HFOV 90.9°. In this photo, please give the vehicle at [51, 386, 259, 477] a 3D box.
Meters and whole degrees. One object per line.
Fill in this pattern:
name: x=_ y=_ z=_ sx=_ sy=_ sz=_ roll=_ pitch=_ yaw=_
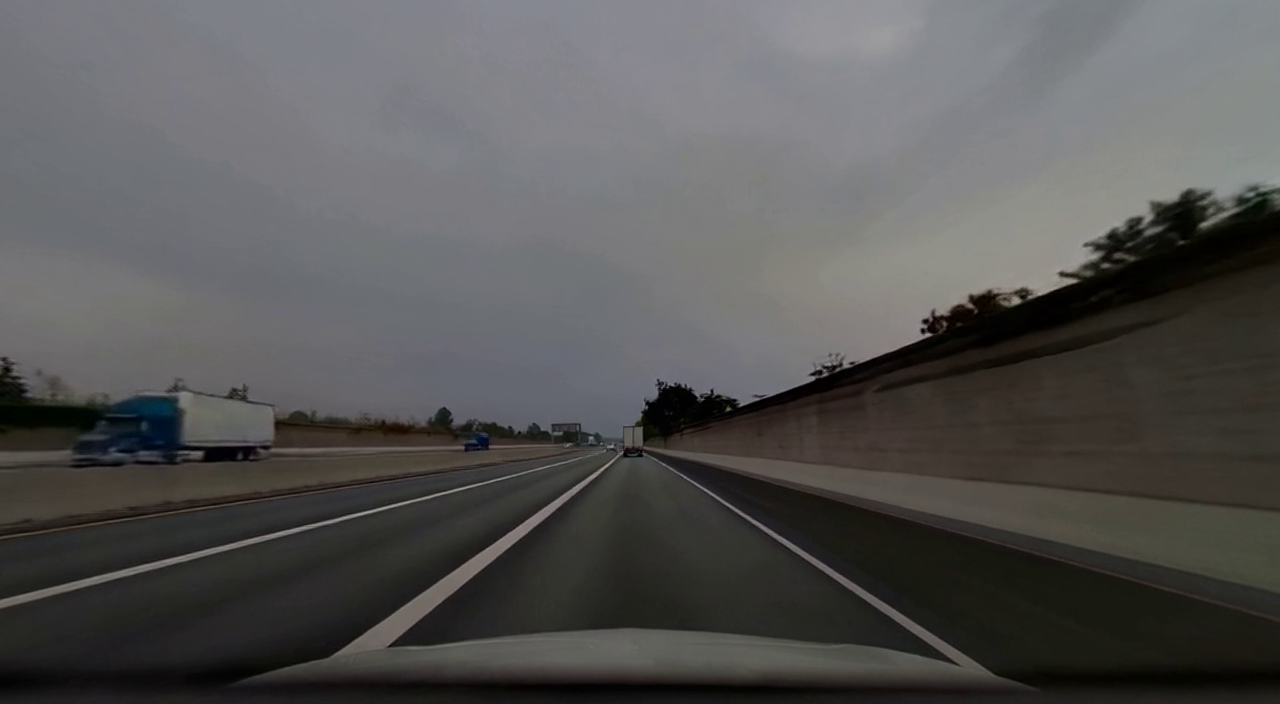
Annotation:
vehicle: x=-23.023 y=4.004 z=30.911 sx=2.935 sy=3.764 sz=8.983 roll=0 pitch=-9 yaw=0
